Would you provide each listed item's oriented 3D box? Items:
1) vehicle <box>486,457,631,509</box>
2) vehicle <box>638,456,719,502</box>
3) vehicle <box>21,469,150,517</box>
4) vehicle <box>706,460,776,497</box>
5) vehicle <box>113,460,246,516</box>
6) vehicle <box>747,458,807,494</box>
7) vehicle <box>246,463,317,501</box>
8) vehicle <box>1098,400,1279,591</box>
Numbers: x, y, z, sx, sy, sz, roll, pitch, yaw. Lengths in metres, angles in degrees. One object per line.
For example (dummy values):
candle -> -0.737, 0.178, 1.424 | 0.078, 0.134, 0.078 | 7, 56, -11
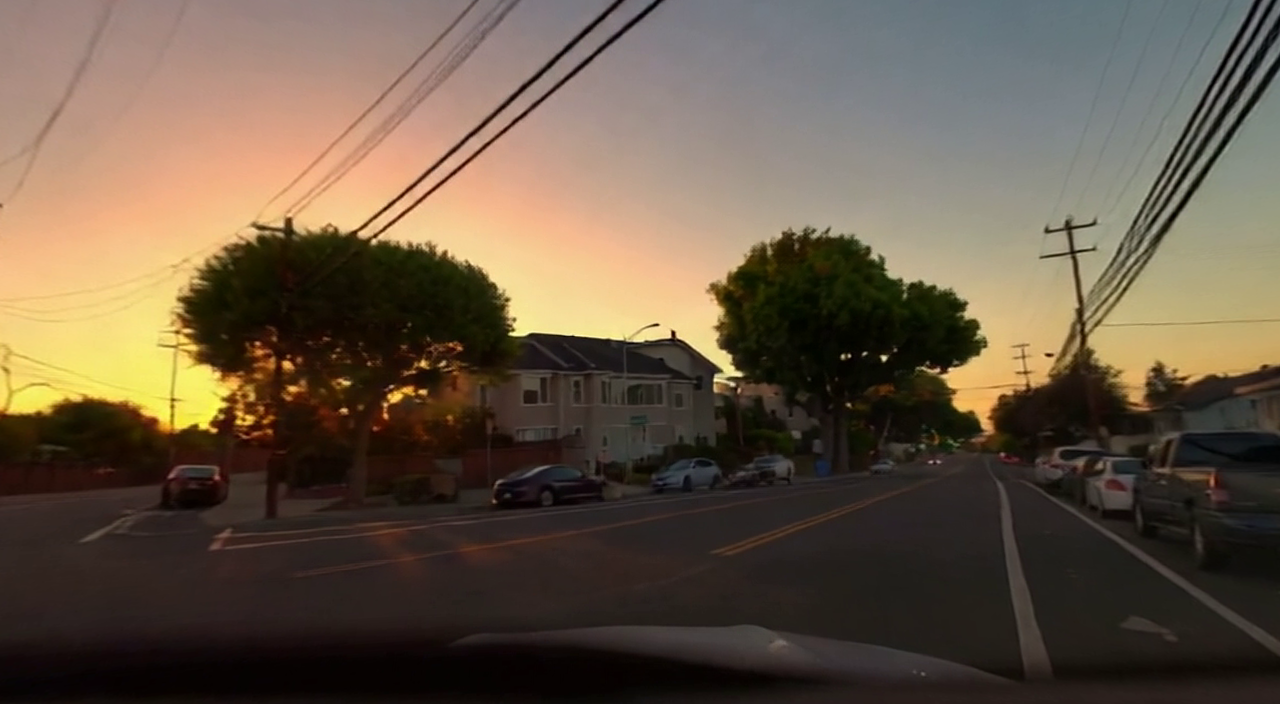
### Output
vehicle -> -2.593, 4.458, 21.430 | 2.136, 1.431, 5.197 | -10, -15, 29
vehicle -> 1.867, 5.734, 28.930 | 1.937, 1.837, 4.414 | -5, -10, 29
vehicle -> -26.132, 6.625, 30.090 | 2.287, 1.830, 5.343 | 2, -9, -14
vehicle -> 5.873, 7.135, 36.103 | 2.089, 1.837, 5.499 | -5, -10, 29
vehicle -> -15.458, 4.535, 21.554 | 1.981, 1.579, 4.446 | 2, -9, -13
vehicle -> 9.015, 8.008, 41.222 | 2.282, 2.060, 5.738 | -5, -10, 27
vehicle -> -18.157, 6.570, 32.204 | 1.989, 1.683, 3.918 | 2, -9, -13
vehicle -> 8.089, 1.768, 8.569 | 2.199, 1.885, 5.461 | -5, -10, 28
